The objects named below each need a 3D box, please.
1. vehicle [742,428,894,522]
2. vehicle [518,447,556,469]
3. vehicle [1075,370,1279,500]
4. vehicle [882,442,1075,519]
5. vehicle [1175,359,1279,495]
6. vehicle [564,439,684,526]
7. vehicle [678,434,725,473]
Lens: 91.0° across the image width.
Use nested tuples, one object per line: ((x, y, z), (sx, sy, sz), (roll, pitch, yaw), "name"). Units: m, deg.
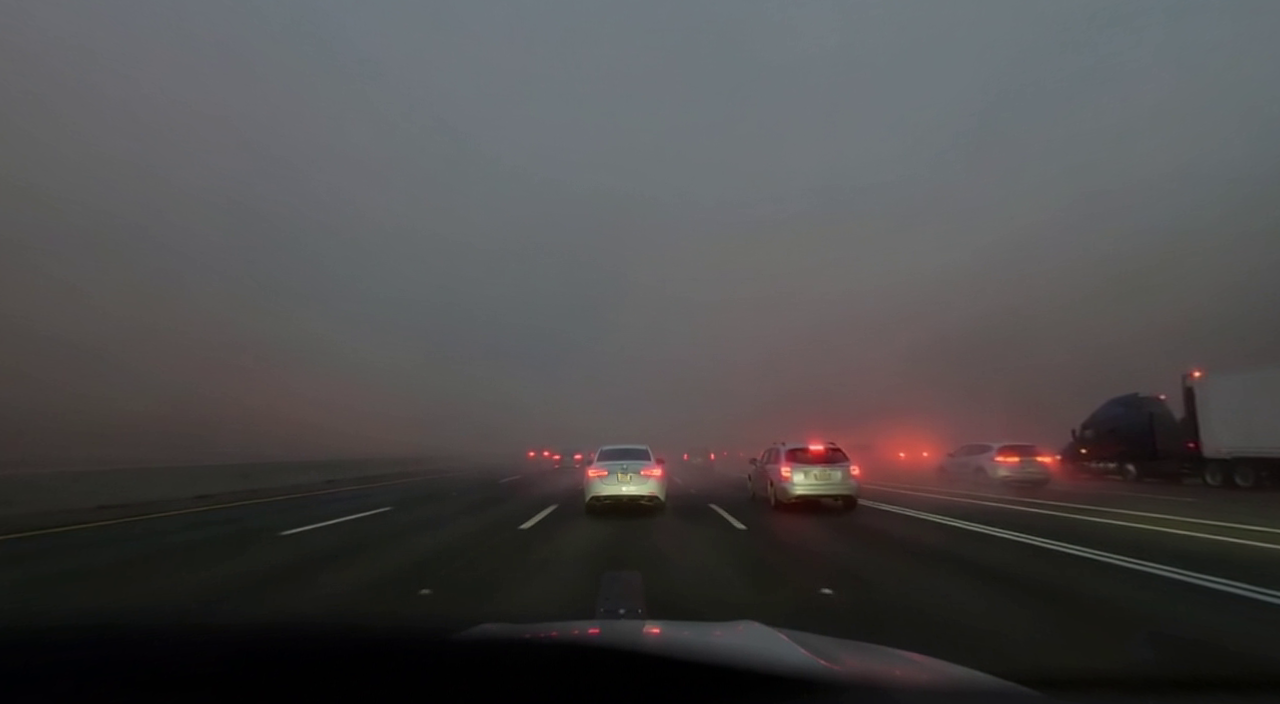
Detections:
((3.554, 2.543, 13.483), (2.053, 1.666, 4.106), (0, -9, 0), "vehicle")
((-7.734, 8.027, 47.680), (2.032, 1.549, 4.850), (0, -9, 1), "vehicle")
((20.109, 3.051, 22.489), (3.061, 3.869, 7.169), (2, -9, -10), "vehicle")
((7.606, 2.911, 14.802), (2.021, 1.505, 4.480), (0, -9, 0), "vehicle")
((21.364, 1.989, 17.198), (2.970, 4.079, 10.086), (3, -9, -14), "vehicle")
((-0.243, 2.640, 13.278), (2.132, 1.499, 4.038), (0, -9, 1), "vehicle")
((3.847, 6.495, 40.577), (2.440, 2.313, 5.266), (0, -9, 0), "vehicle")
